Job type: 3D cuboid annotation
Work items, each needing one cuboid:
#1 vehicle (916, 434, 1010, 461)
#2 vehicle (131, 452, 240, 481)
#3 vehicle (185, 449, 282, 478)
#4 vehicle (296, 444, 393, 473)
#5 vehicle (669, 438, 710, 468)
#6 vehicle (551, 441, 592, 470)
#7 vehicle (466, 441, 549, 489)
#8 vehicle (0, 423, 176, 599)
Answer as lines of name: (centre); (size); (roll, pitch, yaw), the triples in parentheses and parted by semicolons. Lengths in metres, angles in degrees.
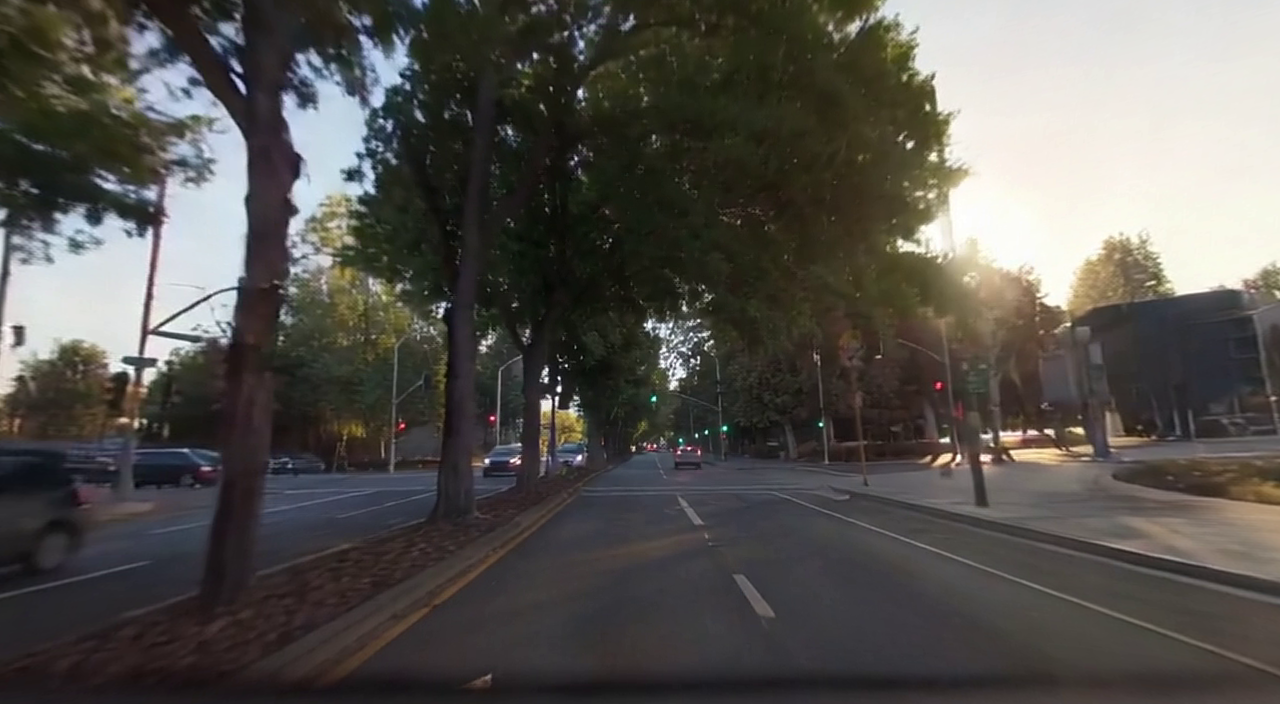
vehicle: (18.961, 5.655, 37.158); (4.459, 1.525, 1.956); (0, -9, 0)
vehicle: (-24.619, 6.201, 34.281); (4.359, 1.457, 2.043); (0, -9, 2)
vehicle: (-23.700, 6.494, 36.844); (4.276, 1.570, 2.044); (0, -9, 2)
vehicle: (-20.877, 7.554, 44.710); (5.735, 1.993, 2.118); (0, -9, -1)
vehicle: (3.025, 6.325, 39.535); (2.129, 1.719, 4.205); (0, -9, -1)
vehicle: (-4.485, 6.803, 41.755); (2.123, 1.798, 4.508); (0, -9, 1)
vehicle: (-4.786, 4.162, 23.592); (1.991, 1.614, 4.718); (0, -9, 1)
vehicle: (-7.628, 1.667, 6.620); (1.962, 1.807, 4.541); (0, -9, 1)
